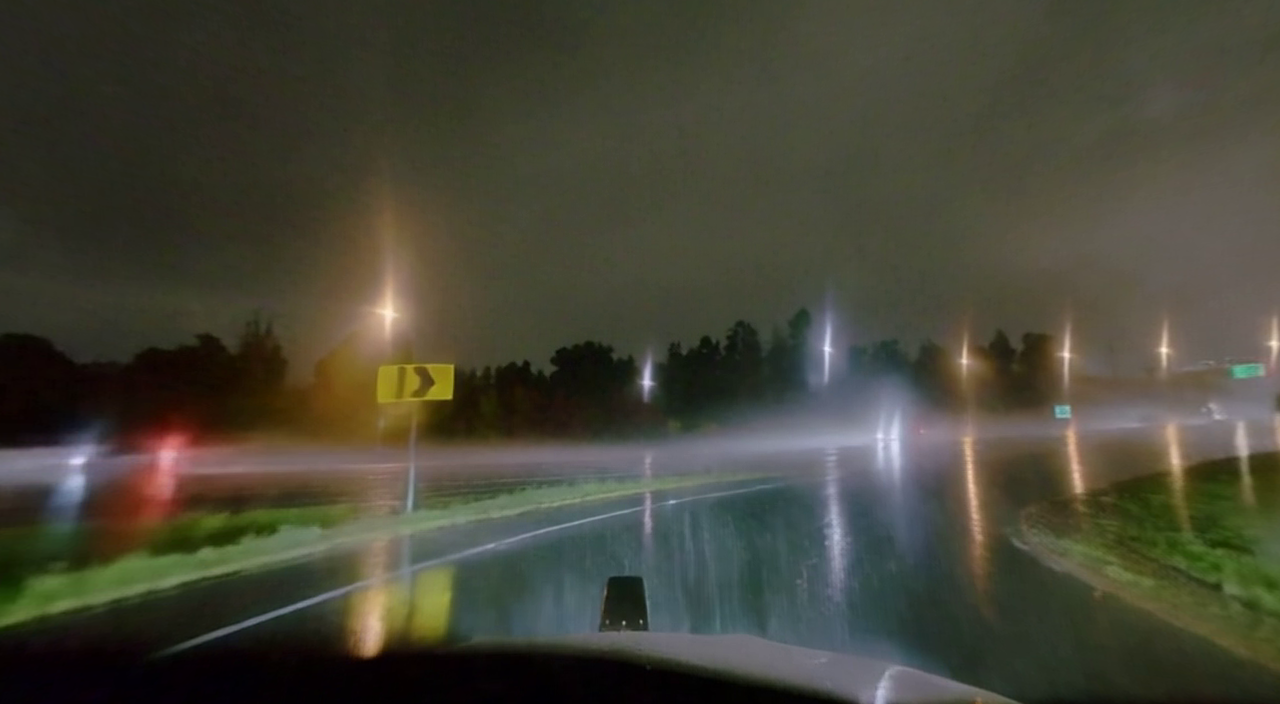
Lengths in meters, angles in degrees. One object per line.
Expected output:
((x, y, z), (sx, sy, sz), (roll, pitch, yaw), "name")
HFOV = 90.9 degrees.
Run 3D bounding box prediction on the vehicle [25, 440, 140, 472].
((-26.564, 4.963, 30.221), (3.706, 1.442, 1.743), (4, -10, -29), "vehicle")
